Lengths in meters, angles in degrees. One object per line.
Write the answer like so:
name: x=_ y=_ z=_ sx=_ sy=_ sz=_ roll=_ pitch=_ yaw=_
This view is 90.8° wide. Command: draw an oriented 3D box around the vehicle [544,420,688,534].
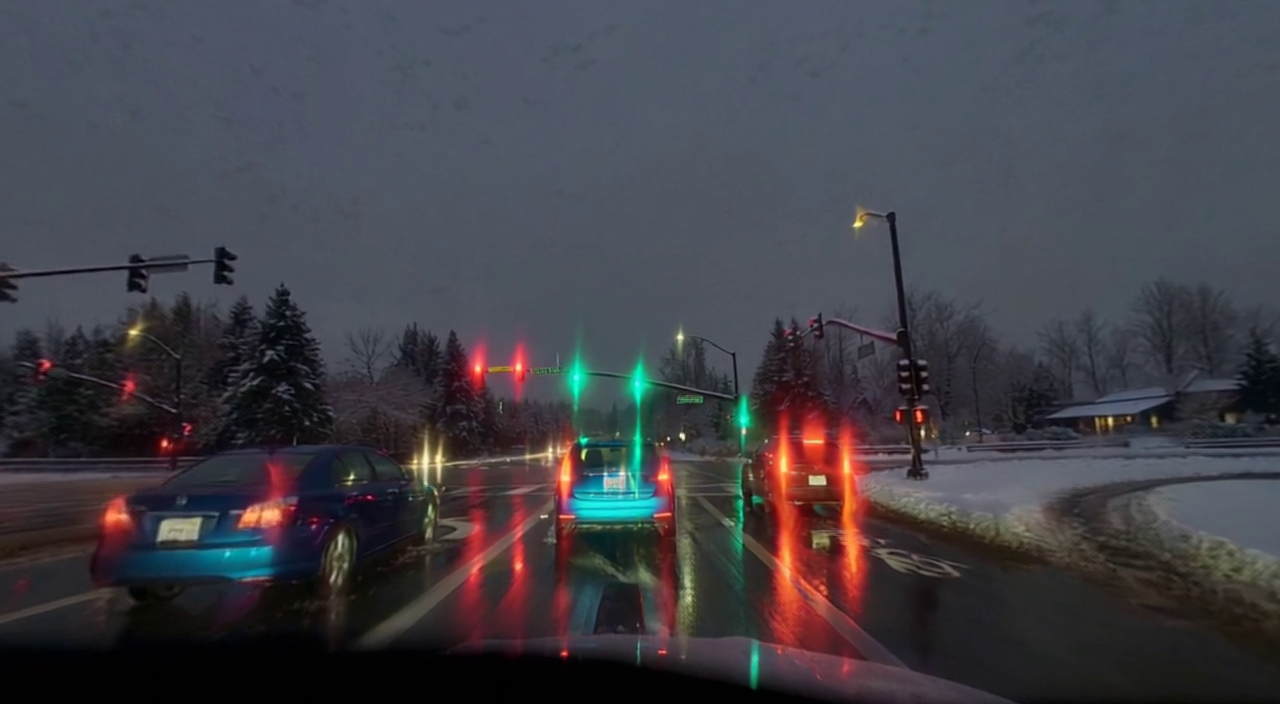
vehicle: x=-0.352 y=2.059 z=10.928 sx=2.038 sy=1.599 sz=3.844 roll=0 pitch=-8 yaw=0

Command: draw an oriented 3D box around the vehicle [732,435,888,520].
vehicle: x=3.271 y=2.501 z=13.202 sx=1.970 sy=1.449 sz=4.433 roll=0 pitch=-8 yaw=-1

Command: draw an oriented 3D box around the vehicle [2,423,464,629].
vehicle: x=-3.581 y=1.593 z=6.875 sx=2.052 sy=1.472 sz=4.479 roll=0 pitch=-8 yaw=0
